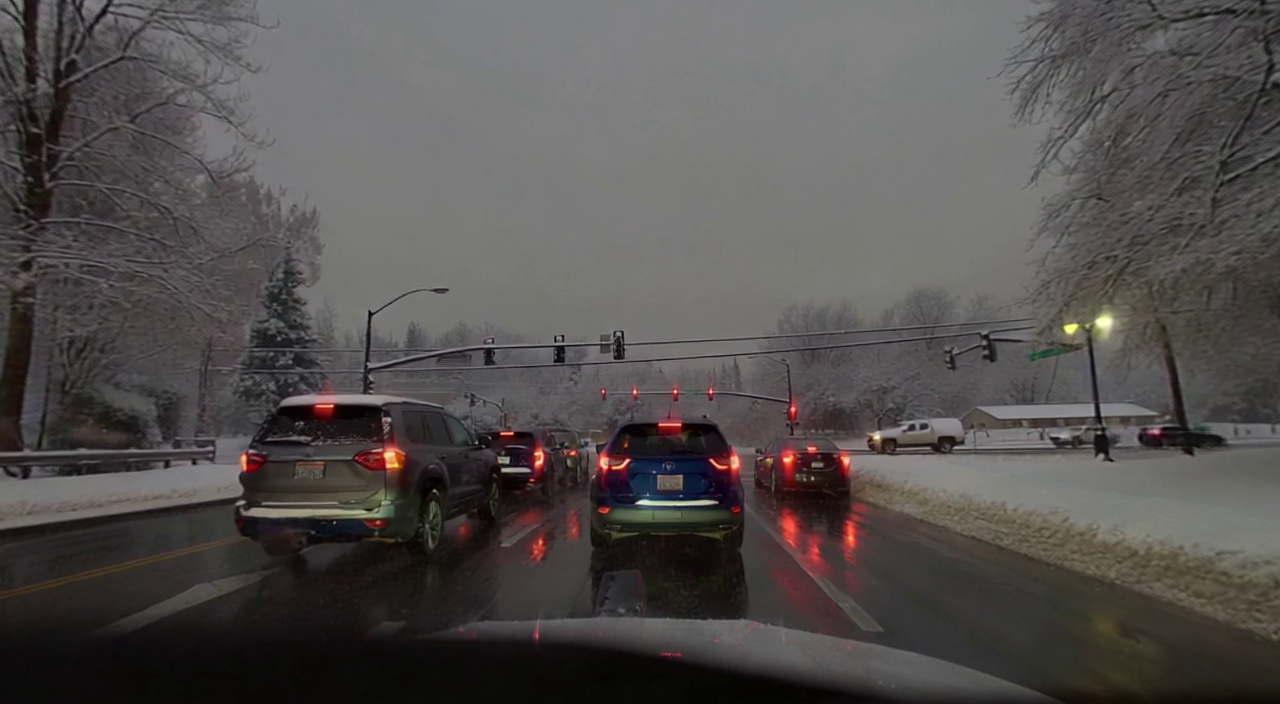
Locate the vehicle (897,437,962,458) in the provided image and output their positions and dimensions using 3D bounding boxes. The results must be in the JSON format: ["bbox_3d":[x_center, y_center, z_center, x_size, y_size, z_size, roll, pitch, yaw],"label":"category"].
[{"bbox_3d":[20.155,6.661,43.867,3.944,1.398,1.701,-4,-9,24],"label":"vehicle"}]

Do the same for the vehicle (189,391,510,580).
[{"bbox_3d":[-3.256,1.606,8.310,2.085,1.812,4.388,0,-8,0],"label":"vehicle"}]

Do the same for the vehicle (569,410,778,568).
[{"bbox_3d":[0.371,1.756,8.778,2.189,1.649,4.171,0,-8,1],"label":"vehicle"}]

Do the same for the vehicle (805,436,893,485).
[{"bbox_3d":[7.454,3.889,22.961,2.067,1.599,4.251,-1,-8,5],"label":"vehicle"}]

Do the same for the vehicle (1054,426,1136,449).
[{"bbox_3d":[33.284,6.320,46.227,4.632,1.580,1.801,-5,-10,30],"label":"vehicle"}]
